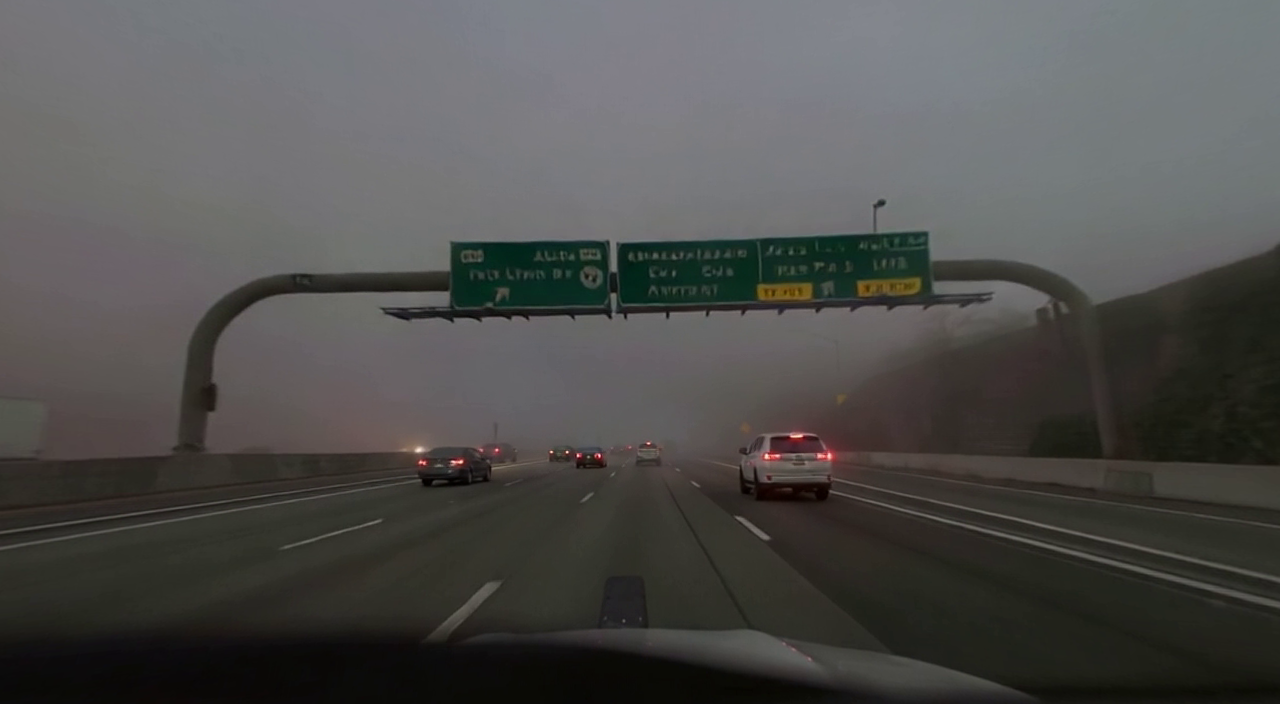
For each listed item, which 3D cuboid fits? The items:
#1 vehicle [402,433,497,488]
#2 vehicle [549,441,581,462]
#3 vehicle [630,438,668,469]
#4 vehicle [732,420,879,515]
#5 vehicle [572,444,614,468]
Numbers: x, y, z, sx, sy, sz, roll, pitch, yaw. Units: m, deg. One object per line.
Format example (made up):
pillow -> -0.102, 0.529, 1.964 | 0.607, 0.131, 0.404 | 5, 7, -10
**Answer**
vehicle -> -6.465, 3.708, 21.882 | 1.946, 1.688, 4.019 | 0, -8, 1
vehicle -> -5.896, 7.883, 49.998 | 1.992, 1.604, 3.966 | 0, -8, 0
vehicle -> 0.542, 5.947, 37.165 | 2.133, 1.739, 3.925 | 0, -8, 1
vehicle -> 3.565, 2.586, 14.644 | 2.083, 1.823, 4.627 | 0, -8, -1
vehicle -> -2.857, 6.506, 39.617 | 2.205, 1.406, 4.286 | 0, -8, 1
